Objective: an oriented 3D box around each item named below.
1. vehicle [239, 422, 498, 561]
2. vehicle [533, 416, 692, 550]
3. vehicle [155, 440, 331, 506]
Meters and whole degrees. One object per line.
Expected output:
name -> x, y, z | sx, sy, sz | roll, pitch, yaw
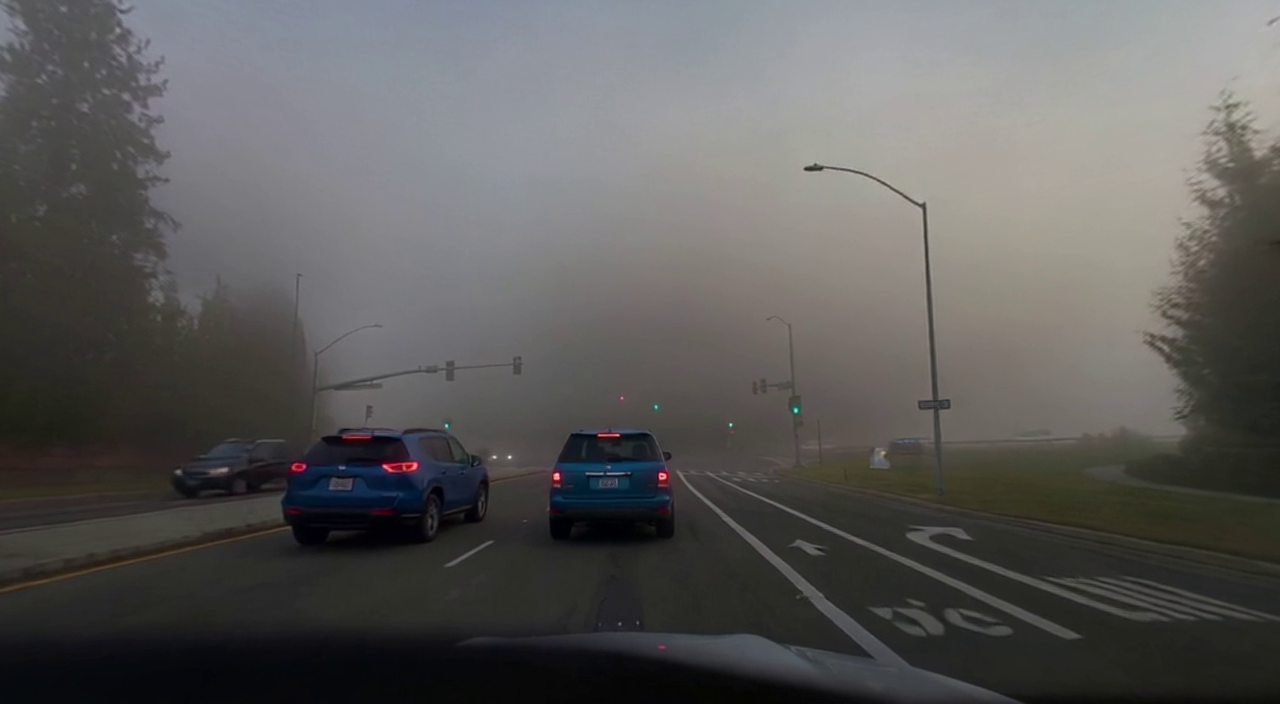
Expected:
vehicle -> -3.823, 2.038, 9.988 | 2.009, 1.673, 4.454 | 0, -8, 2
vehicle -> -0.330, 2.145, 11.103 | 2.131, 1.793, 5.016 | 0, -8, 1
vehicle -> -11.216, 3.420, 18.365 | 2.070, 1.635, 4.559 | 0, -8, 1
